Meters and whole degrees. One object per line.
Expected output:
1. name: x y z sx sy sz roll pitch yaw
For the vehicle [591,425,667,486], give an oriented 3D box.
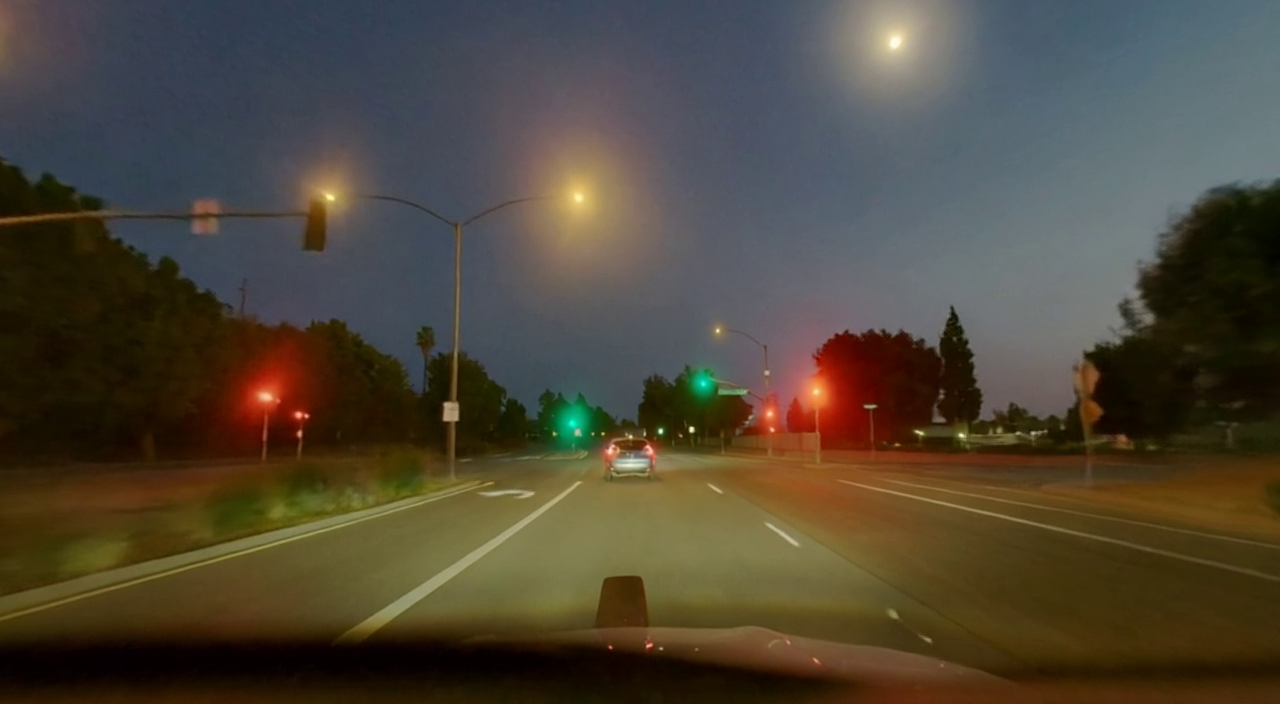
1. vehicle: -0.336 3.297 20.353 2.192 1.734 4.176 0 -8 0
